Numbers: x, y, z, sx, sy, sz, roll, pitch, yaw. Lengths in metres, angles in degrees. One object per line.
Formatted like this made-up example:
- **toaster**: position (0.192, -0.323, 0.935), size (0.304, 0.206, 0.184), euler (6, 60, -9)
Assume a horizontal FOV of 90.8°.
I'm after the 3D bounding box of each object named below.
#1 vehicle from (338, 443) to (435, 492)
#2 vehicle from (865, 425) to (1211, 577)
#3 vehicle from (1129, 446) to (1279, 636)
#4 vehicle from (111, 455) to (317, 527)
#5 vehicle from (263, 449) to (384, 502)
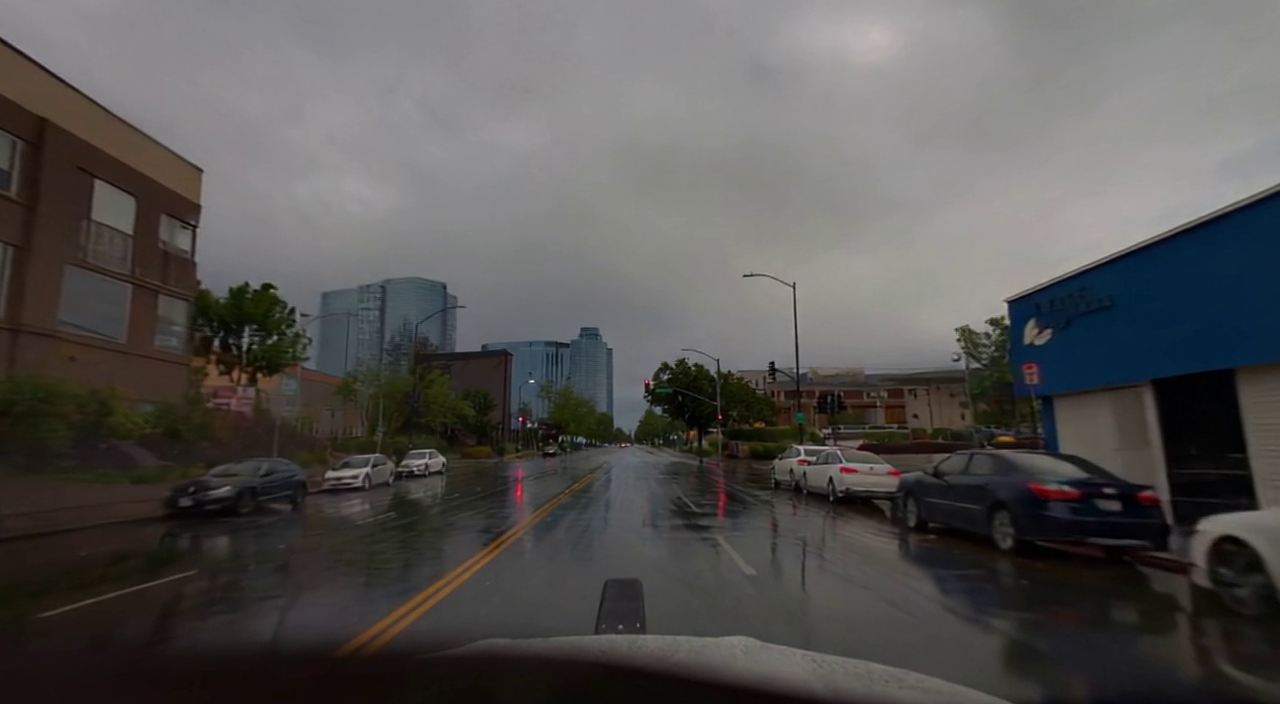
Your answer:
- **vehicle**: position (-10.201, 4.646, 25.913), size (1.967, 1.749, 4.841), euler (0, -8, 0)
- **vehicle**: position (5.758, 2.166, 10.302), size (2.227, 1.811, 5.172), euler (0, -8, -1)
- **vehicle**: position (6.168, 1.374, 4.008), size (2.038, 1.482, 4.994), euler (0, -8, -2)
- **vehicle**: position (-10.173, 3.315, 15.650), size (1.953, 1.387, 4.529), euler (0, -8, 0)
- **vehicle**: position (-10.212, 3.976, 20.806), size (1.839, 1.502, 4.185), euler (0, -8, -1)
